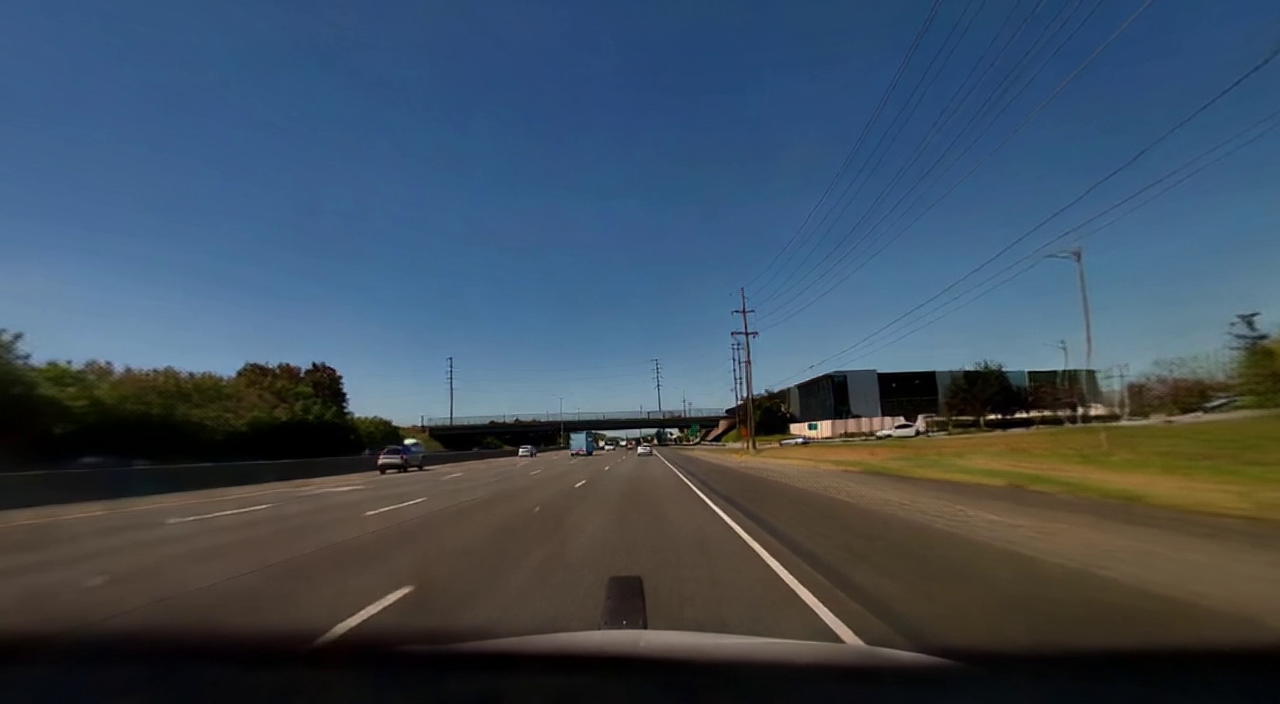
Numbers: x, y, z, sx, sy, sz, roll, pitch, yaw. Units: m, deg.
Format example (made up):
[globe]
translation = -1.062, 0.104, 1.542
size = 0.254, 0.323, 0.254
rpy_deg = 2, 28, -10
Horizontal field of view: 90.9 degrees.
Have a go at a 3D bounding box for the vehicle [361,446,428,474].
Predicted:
[vehicle]
translation = -14.057, 6.217, 36.440
size = 1.988, 1.477, 4.442
rpy_deg = 0, -8, 1
